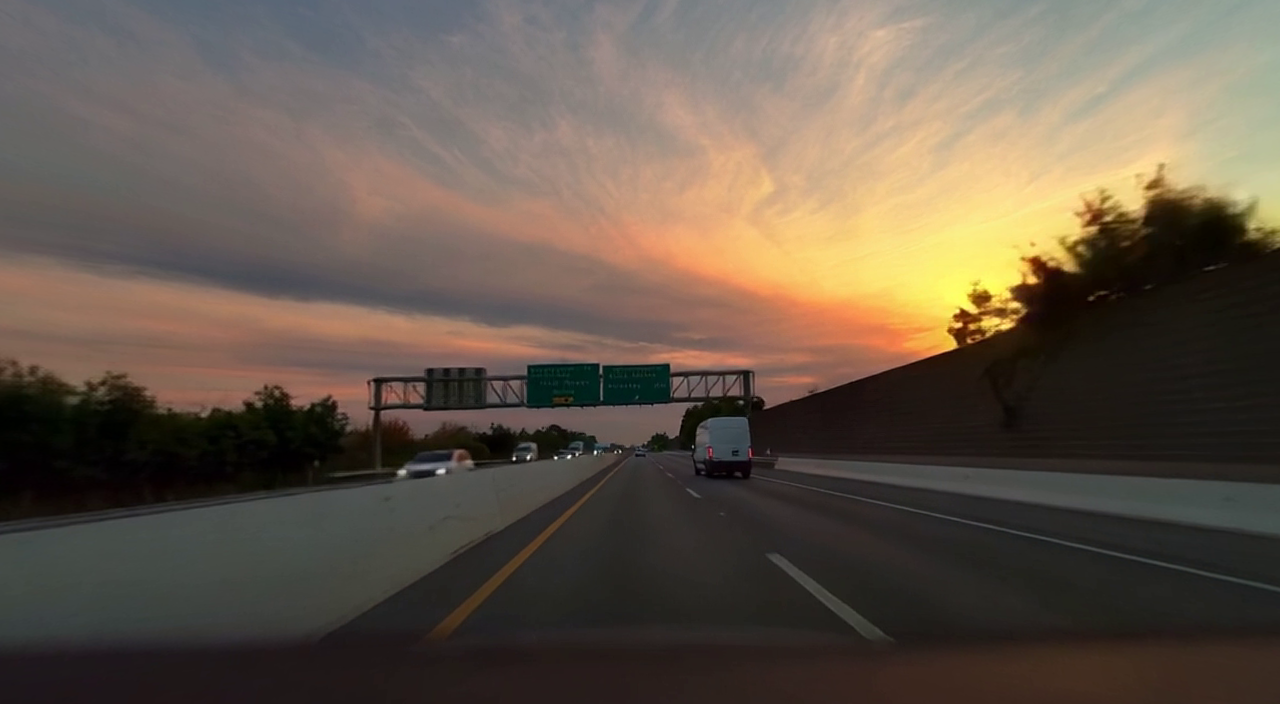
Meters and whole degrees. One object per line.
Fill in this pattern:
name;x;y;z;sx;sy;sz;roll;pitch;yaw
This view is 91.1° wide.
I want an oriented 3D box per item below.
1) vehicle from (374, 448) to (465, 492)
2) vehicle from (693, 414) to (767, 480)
vehicle;-8.474;4.534;24.561;2.076;1.547;4.098;0;-9;0
vehicle;4.132;4.577;30.249;2.449;2.805;6.763;0;-9;-1
